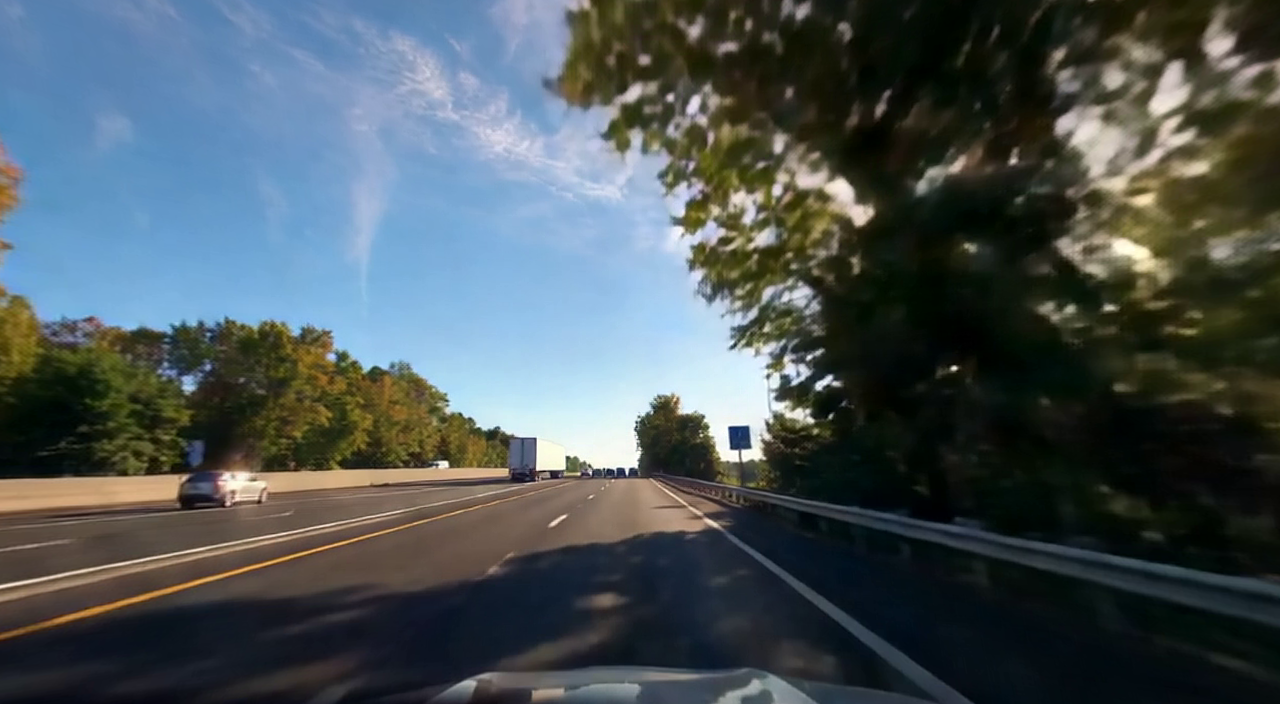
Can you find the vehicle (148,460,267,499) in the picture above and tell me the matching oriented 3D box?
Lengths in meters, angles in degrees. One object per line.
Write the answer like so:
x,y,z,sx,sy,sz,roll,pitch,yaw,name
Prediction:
-17.649,5.224,25.989,1.745,1.430,4.252,0,-10,2,vehicle
